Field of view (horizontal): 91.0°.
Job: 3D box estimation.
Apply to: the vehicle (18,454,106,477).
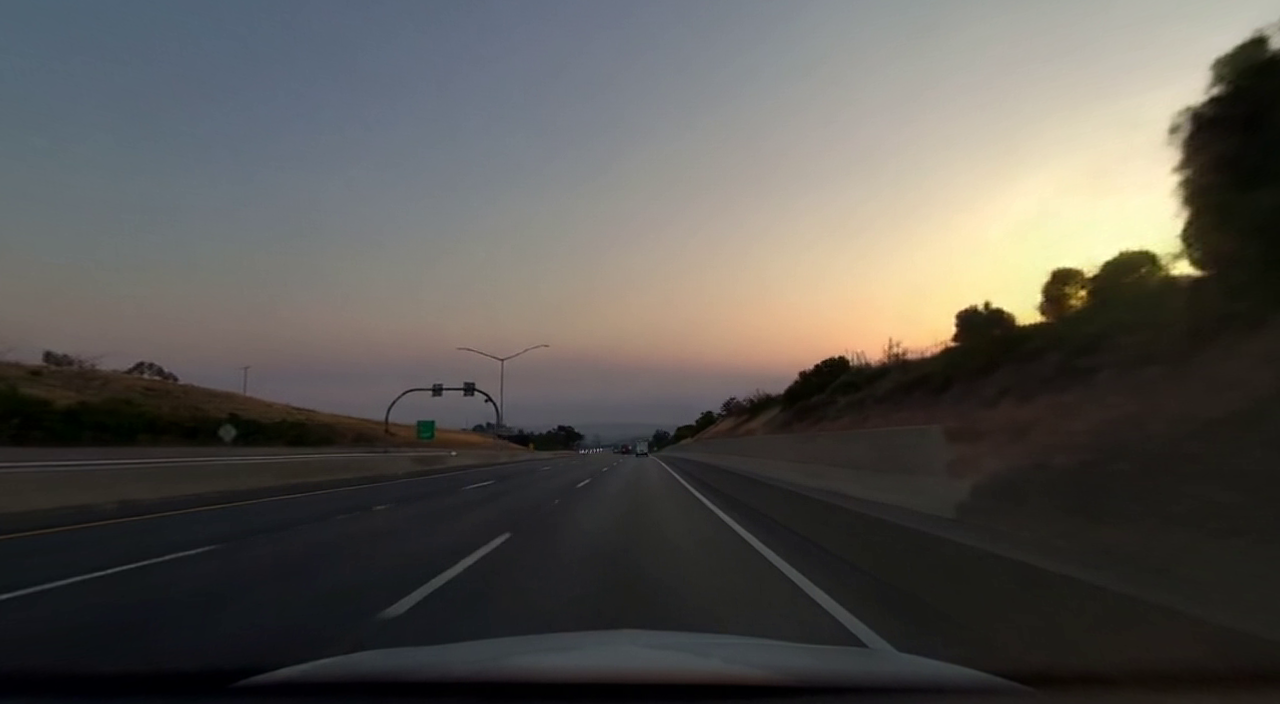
[{"bbox_3d":[-39.849,7.811,43.535,1.882,1.462,4.335,0,-9,1],"label":"vehicle"}]
